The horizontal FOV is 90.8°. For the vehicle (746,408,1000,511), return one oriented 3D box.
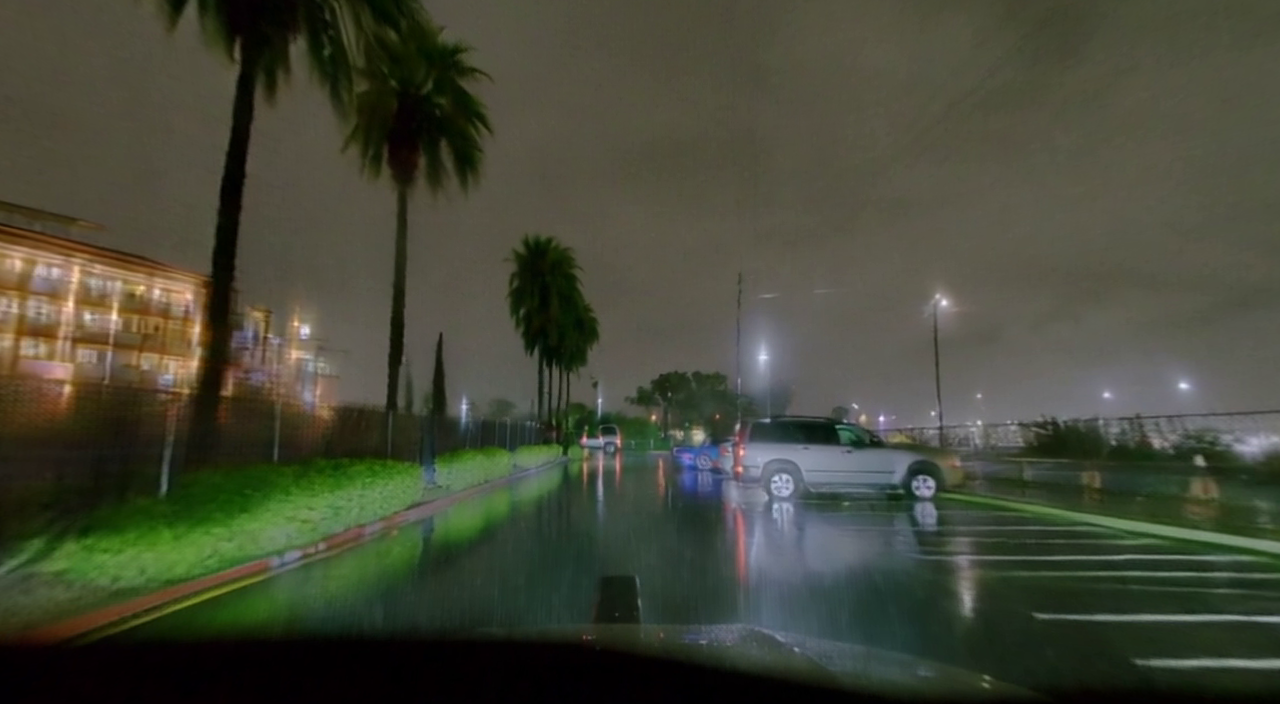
[{"bbox_3d":[4.718,2.235,13.314,4.609,1.734,1.909,3,-8,0],"label":"vehicle"}]
